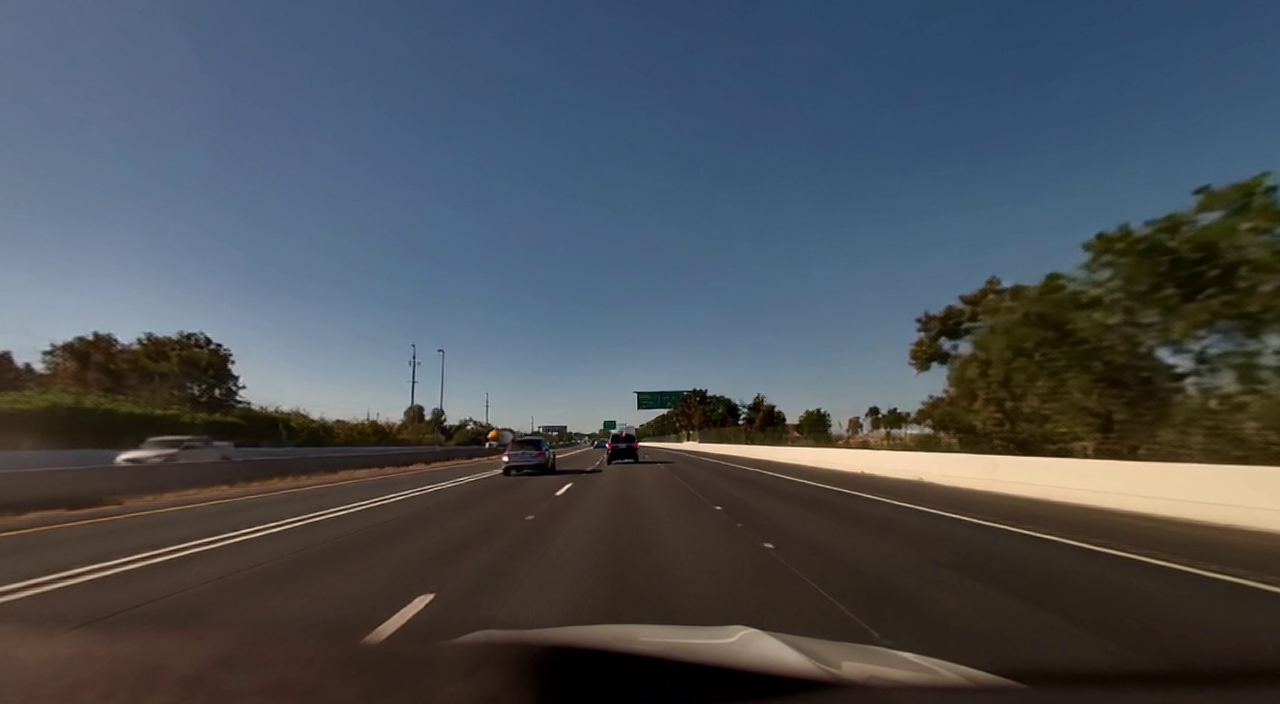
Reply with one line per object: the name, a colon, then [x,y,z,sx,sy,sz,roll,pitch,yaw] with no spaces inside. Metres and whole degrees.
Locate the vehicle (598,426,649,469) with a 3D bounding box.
vehicle: [-0.819,4.829,31.850,2.382,1.973,4.439,0,-8,-1]

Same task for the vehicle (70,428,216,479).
vehicle: [-20.049,4.107,25.760,1.999,1.859,4.966,0,-8,-1]

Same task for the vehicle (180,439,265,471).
vehicle: [-20.178,4.960,30.590,1.891,1.445,3.374,0,-8,-2]

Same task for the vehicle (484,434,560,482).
vehicle: [-4.271,3.896,23.449,2.039,1.602,4.317,0,-8,-1]
